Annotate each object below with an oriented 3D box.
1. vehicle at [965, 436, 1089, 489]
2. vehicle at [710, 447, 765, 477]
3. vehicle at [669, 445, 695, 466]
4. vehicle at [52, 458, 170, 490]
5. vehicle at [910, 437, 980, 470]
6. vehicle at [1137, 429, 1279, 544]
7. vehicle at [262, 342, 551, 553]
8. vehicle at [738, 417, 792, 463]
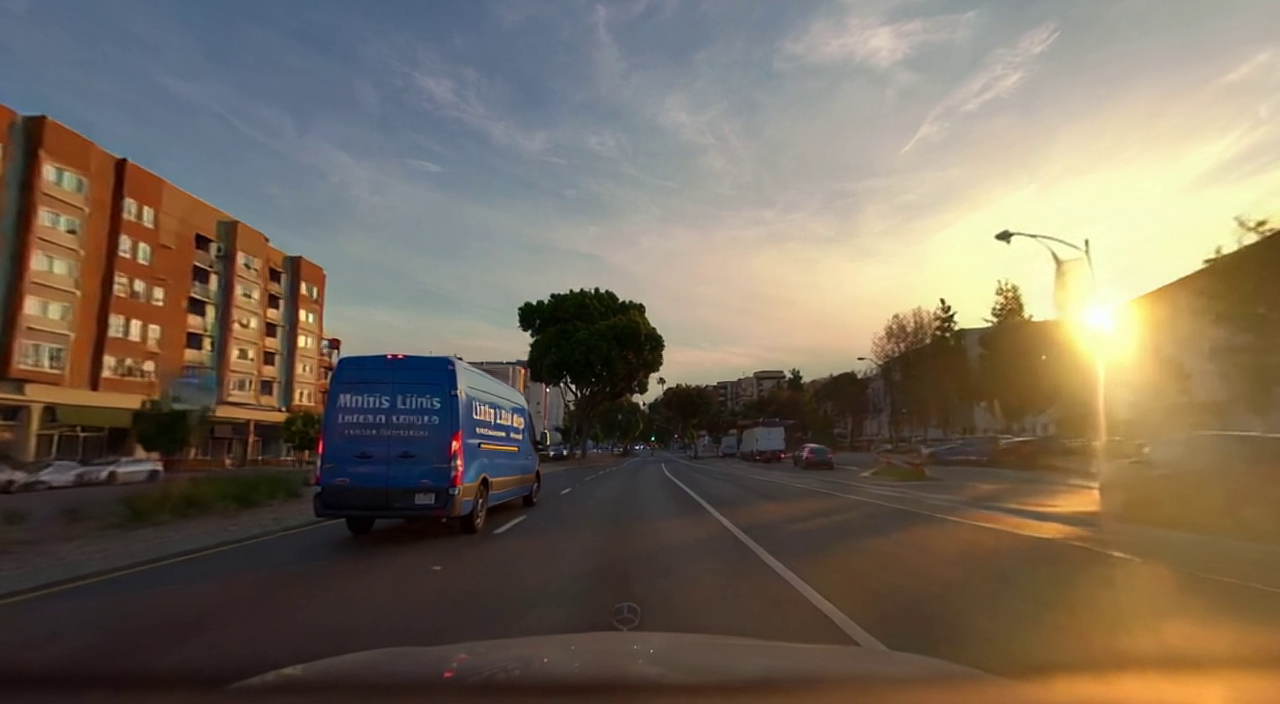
[{"bbox_3d":[12.070,3.432,19.974,1.627,1.493,3.508,0,-8,-1],"label":"vehicle"},{"bbox_3d":[5.035,5.726,33.281,2.127,1.439,5.034,0,-8,1],"label":"vehicle"},{"bbox_3d":[3.230,7.994,48.850,1.878,1.534,4.120,-1,-8,3],"label":"vehicle"},{"bbox_3d":[-28.447,6.549,34.231,1.878,1.476,4.847,-2,-9,7],"label":"vehicle"},{"bbox_3d":[16.927,5.576,34.994,4.333,1.698,1.959,8,-11,-43],"label":"vehicle"},{"bbox_3d":[9.253,1.807,8.683,1.850,1.477,3.520,0,-8,-2],"label":"vehicle"},{"bbox_3d":[-3.848,1.886,12.808,2.763,2.974,7.562,-1,-8,2],"label":"vehicle"},{"bbox_3d":[9.502,6.819,48.779,2.882,3.208,7.609,-1,-8,3],"label":"vehicle"}]
